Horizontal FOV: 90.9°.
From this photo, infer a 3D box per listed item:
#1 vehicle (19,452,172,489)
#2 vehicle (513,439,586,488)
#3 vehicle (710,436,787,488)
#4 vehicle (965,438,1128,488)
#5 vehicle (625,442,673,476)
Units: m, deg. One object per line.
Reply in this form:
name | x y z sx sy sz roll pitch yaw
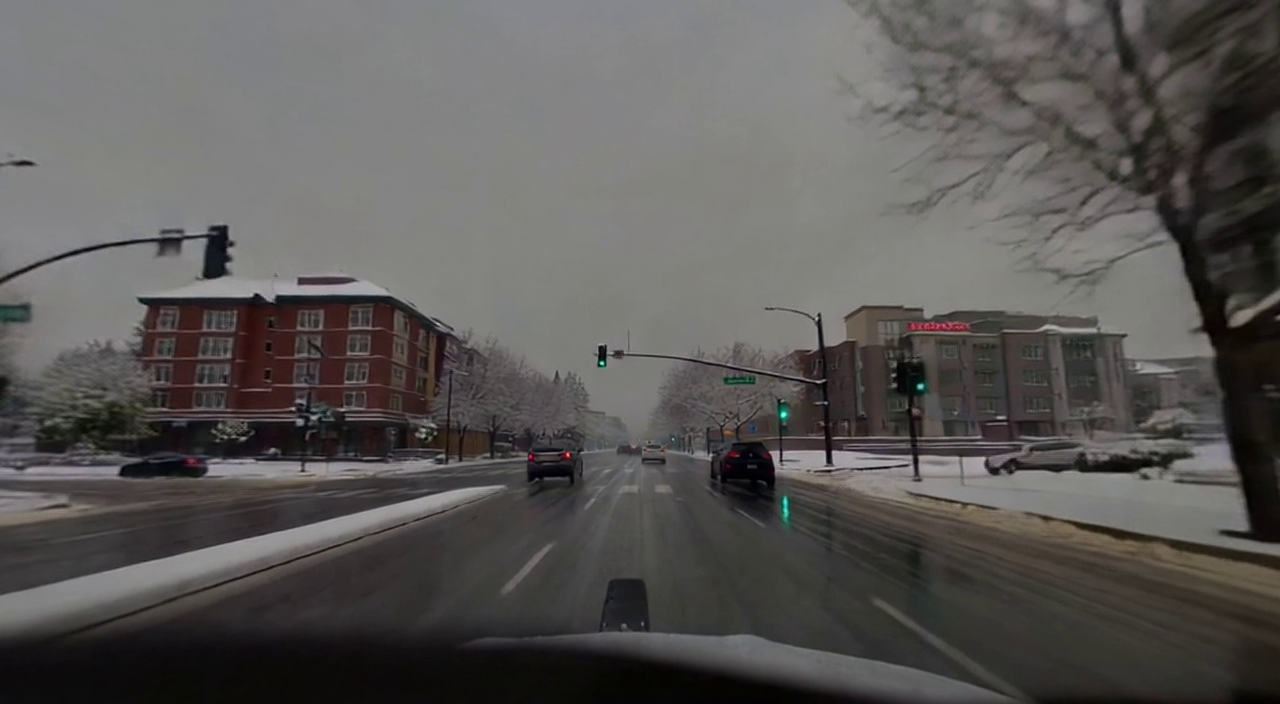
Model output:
vehicle | -23.767 5.167 27.651 4.890 1.514 1.908 0 -9 -1
vehicle | -3.042 3.844 22.035 1.860 1.510 4.073 0 -9 1
vehicle | 3.655 3.786 21.945 1.987 1.637 3.896 0 -9 0
vehicle | 15.728 4.315 24.609 4.921 1.841 1.957 0 -9 1
vehicle | 0.390 4.955 29.454 2.103 1.468 4.094 0 -9 0
